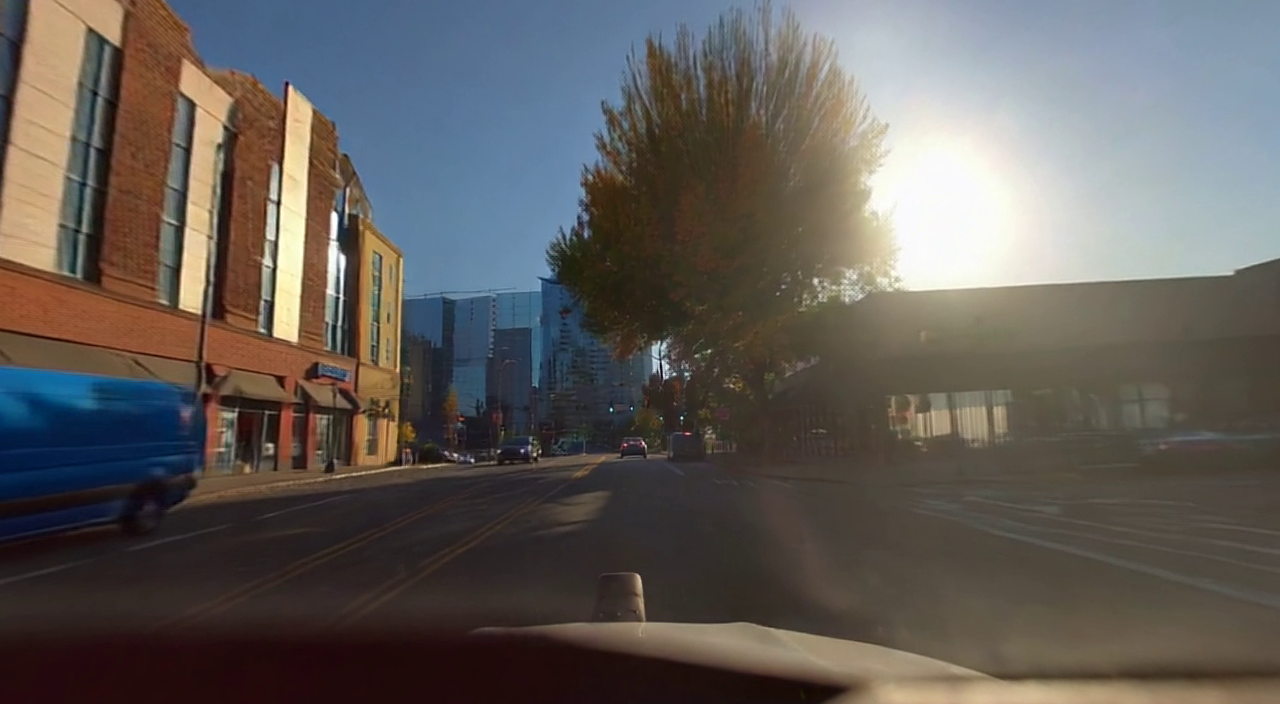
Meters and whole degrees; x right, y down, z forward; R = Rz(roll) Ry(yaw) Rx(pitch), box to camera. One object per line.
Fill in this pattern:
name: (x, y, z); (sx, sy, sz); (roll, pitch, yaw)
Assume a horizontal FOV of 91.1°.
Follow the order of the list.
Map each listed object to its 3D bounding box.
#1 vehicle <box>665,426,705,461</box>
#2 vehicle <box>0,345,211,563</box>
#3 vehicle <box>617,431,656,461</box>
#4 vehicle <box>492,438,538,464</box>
vehicle: (2.685, 5.547, 38.351); (2.147, 1.968, 4.478); (0, -8, 0)
vehicle: (-8.897, 1.343, 8.379); (2.348, 2.588, 5.860); (0, -8, -2)
vehicle: (-0.264, 5.733, 38.651); (2.274, 1.736, 4.083); (0, -8, -1)
vehicle: (-7.600, 6.009, 38.621); (2.121, 1.489, 4.430); (0, -8, -4)
